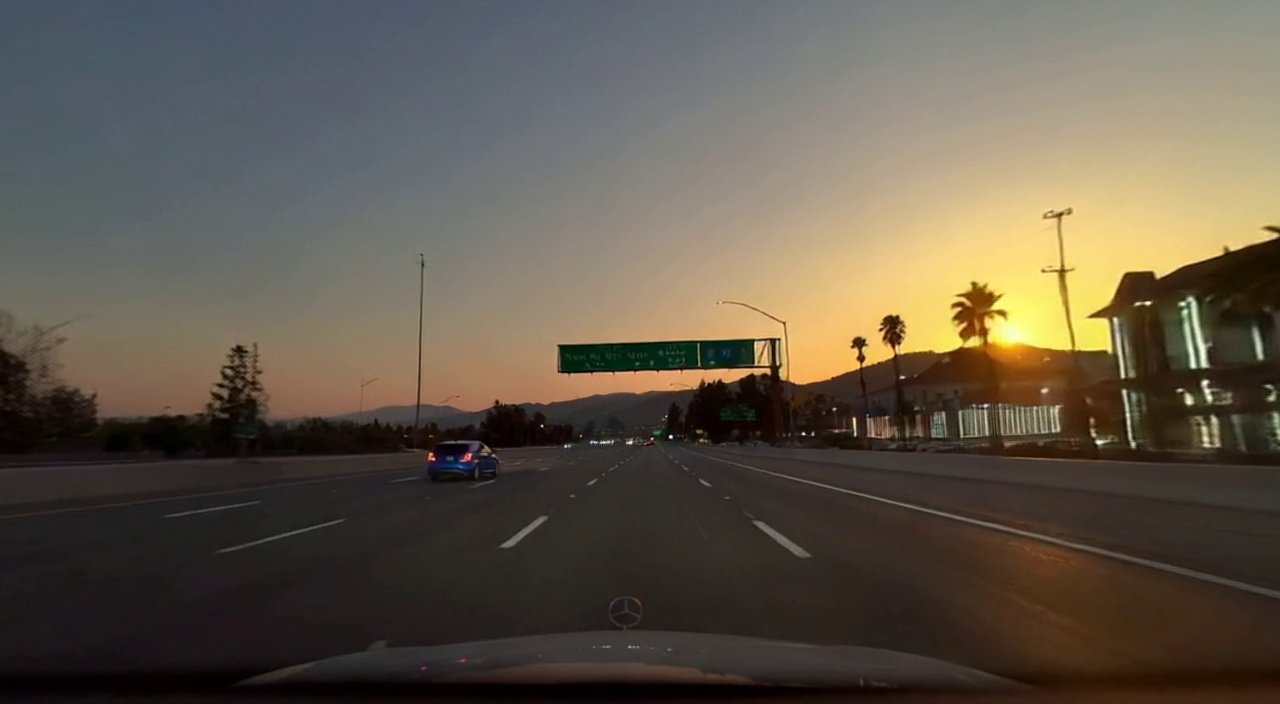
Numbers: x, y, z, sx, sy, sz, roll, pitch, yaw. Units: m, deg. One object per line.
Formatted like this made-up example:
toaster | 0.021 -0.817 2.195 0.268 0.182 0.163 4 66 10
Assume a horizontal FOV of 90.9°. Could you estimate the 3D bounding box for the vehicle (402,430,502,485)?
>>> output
vehicle | -6.747 3.839 23.279 2.145 1.793 4.762 -1 -8 1
